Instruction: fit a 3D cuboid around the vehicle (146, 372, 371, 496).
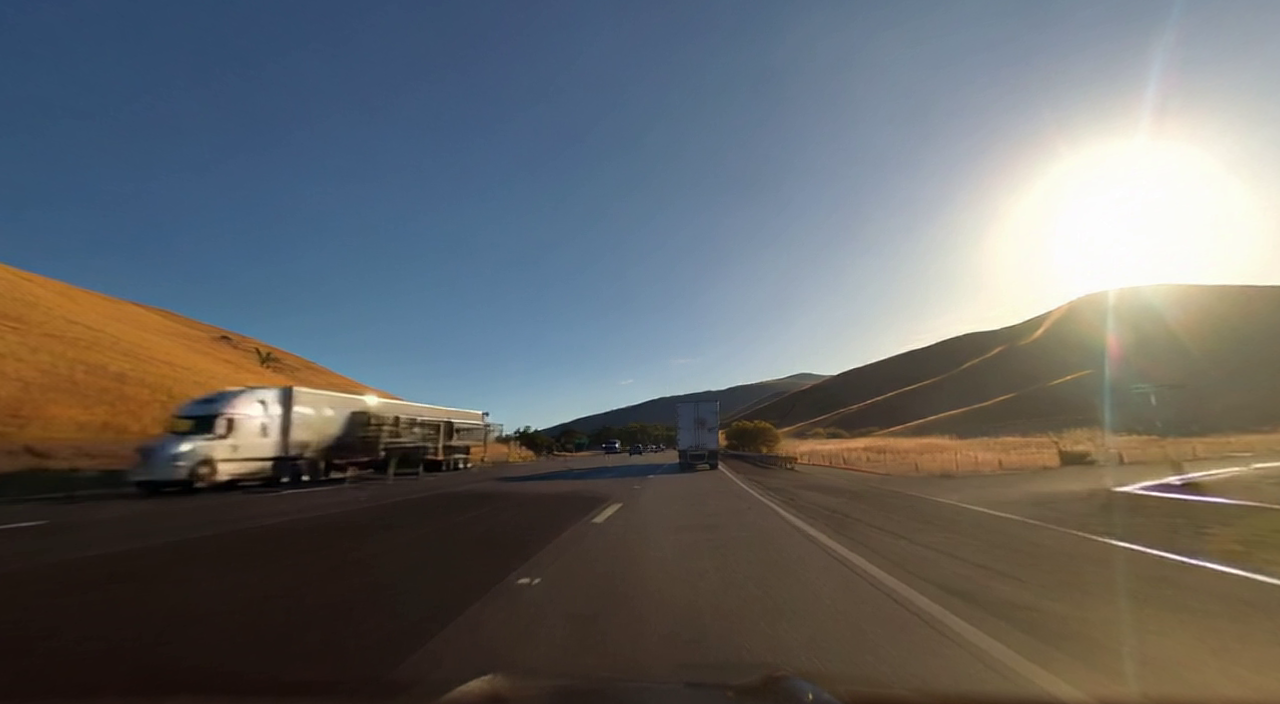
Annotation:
[{"bbox_3d":[-14.389,3.323,25.061,3.008,4.037,8.612,-1,-9,4],"label":"vehicle"}]
